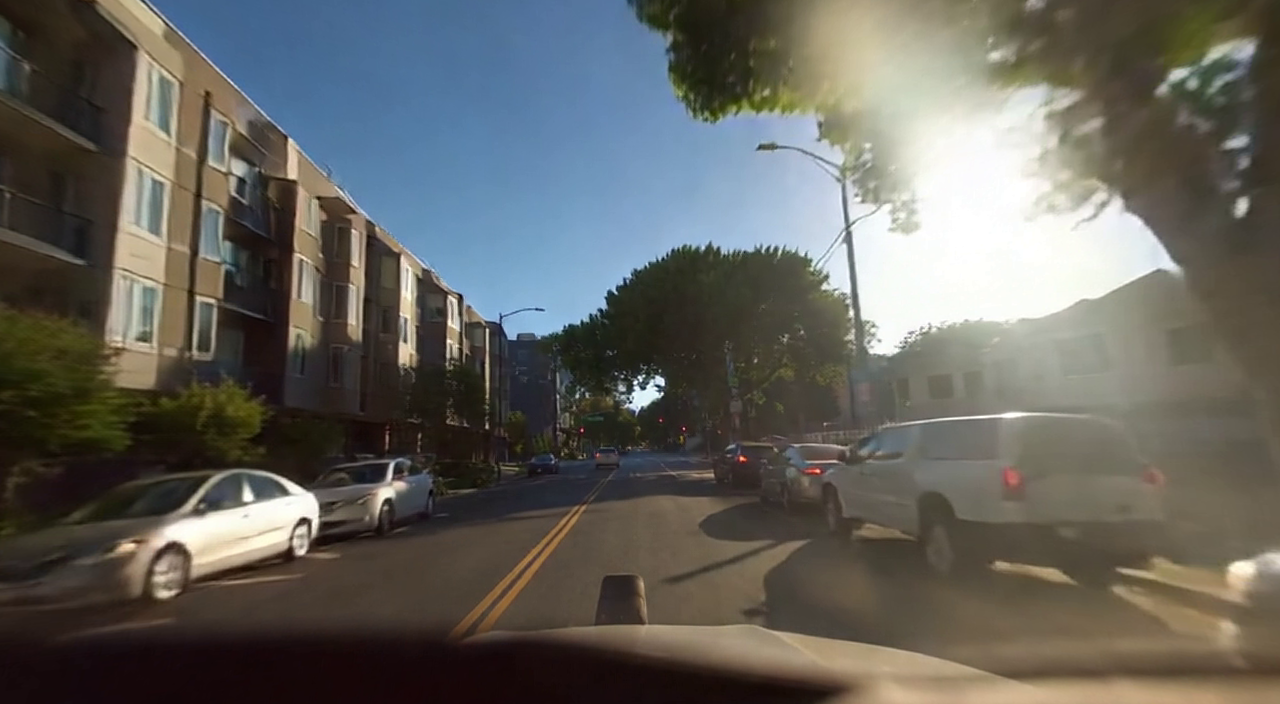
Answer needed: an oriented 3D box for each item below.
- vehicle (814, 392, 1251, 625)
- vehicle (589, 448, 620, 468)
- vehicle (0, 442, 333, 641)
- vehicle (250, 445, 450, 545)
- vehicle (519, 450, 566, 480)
[{"bbox_3d":[3.939,1.663,7.915,2.093,1.857,5.414,1,-8,1],"label":"vehicle"},{"bbox_3d":[-2.669,8.073,48.256,2.029,1.438,4.313,0,-8,0],"label":"vehicle"},{"bbox_3d":[-5.841,2.066,7.846,1.929,1.681,4.216,-5,-8,0],"label":"vehicle"},{"bbox_3d":[-5.951,2.938,13.765,2.142,1.775,4.428,0,-8,2],"label":"vehicle"},{"bbox_3d":[-5.770,6.737,37.952,1.947,1.473,4.397,-5,-9,1],"label":"vehicle"}]
